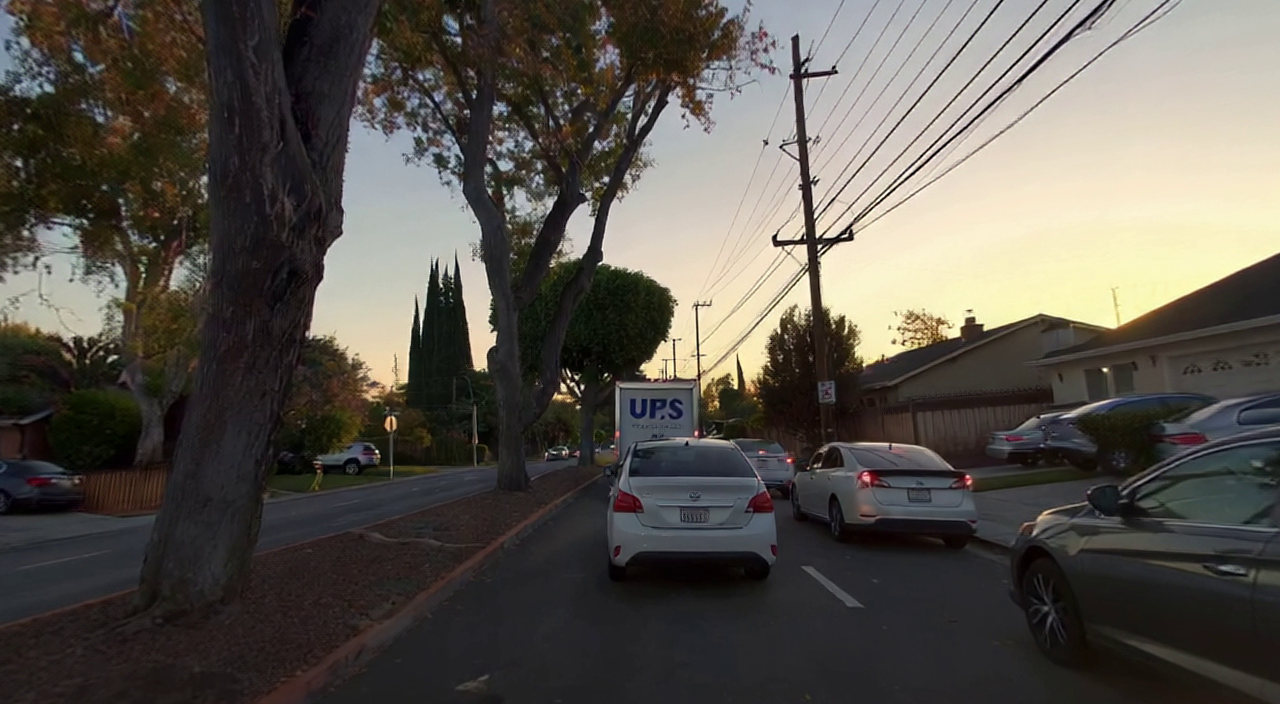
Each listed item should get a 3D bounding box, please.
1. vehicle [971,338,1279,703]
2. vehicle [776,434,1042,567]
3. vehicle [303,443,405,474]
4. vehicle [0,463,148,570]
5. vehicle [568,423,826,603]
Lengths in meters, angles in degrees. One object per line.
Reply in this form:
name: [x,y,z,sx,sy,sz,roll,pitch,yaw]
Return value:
vehicle: [3.308,0.771,1.911,2.069,1.722,4.888,0,-8,2]
vehicle: [3.518,2.012,9.361,1.993,1.479,4.487,0,-8,0]
vehicle: [-17.397,6.472,38.312,5.274,1.793,1.921,0,-8,3]
vehicle: [-10.349,2.495,9.496,1.925,1.482,4.753,0,-8,0]
vehicle: [0.475,1.678,7.519,2.158,1.499,4.377,0,-8,0]
